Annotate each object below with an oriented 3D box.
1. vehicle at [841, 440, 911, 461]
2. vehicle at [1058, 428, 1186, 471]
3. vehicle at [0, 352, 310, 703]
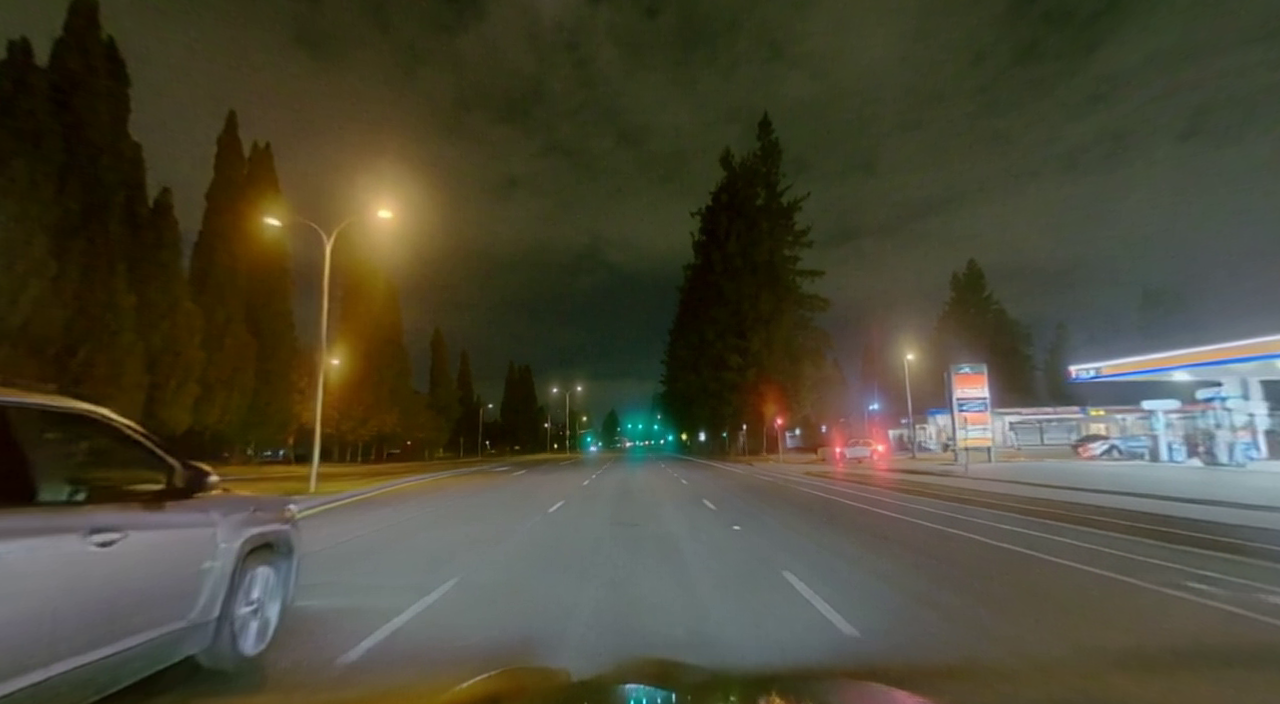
[{"bbox_3d":[17.983,7.553,48.129,4.671,1.466,1.937,0,-10,5],"label":"vehicle"},{"bbox_3d":[23.237,4.700,30.667,2.302,1.795,4.724,-2,-8,-3],"label":"vehicle"},{"bbox_3d":[-3.391,0.801,2.090,2.039,1.656,4.710,0,-9,0],"label":"vehicle"}]
